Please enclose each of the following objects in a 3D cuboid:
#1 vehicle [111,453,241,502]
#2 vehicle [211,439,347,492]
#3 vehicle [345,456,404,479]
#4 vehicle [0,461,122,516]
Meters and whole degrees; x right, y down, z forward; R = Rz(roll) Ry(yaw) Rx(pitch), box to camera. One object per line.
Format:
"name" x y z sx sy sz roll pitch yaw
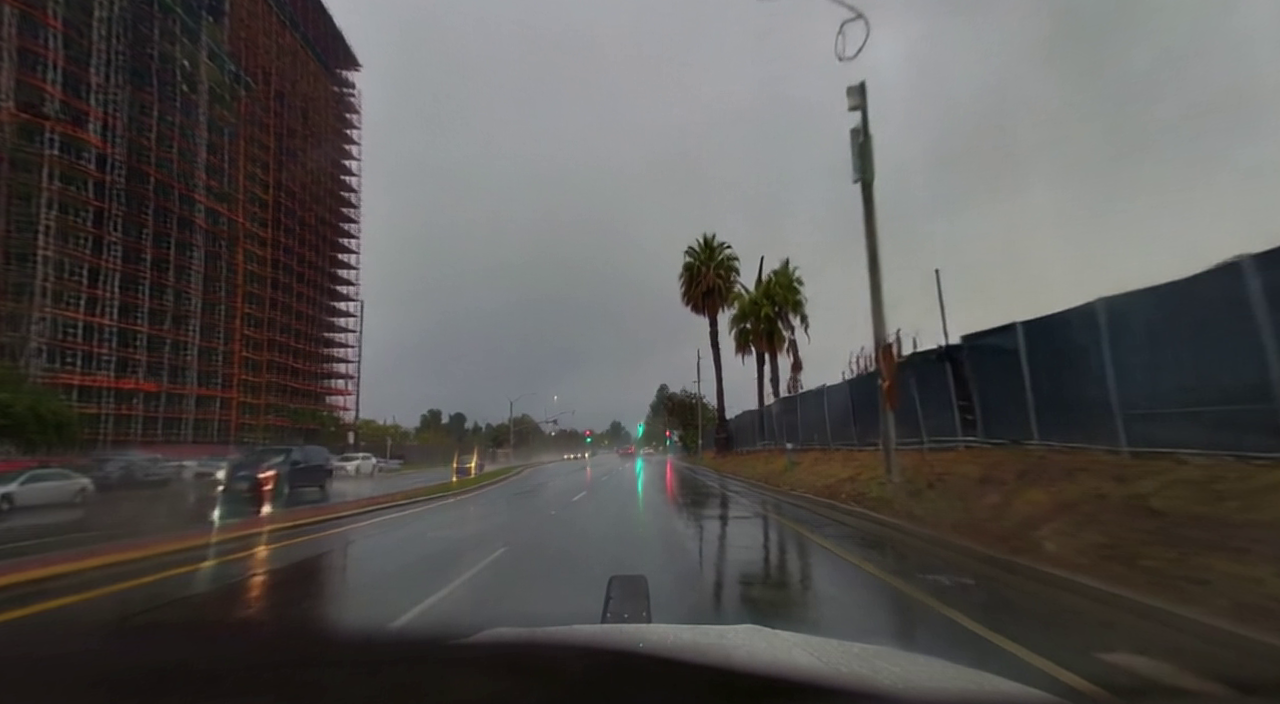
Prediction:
"vehicle" -19.423 5.221 26.728 1.985 1.625 4.749 -2 -7 -1
"vehicle" -16.238 5.125 28.918 2.601 2.118 6.071 0 -9 1
"vehicle" -19.138 8.325 45.660 2.007 1.453 4.932 -1 -9 2
"vehicle" -19.428 4.316 20.048 1.836 1.418 4.956 -2 -7 -2
